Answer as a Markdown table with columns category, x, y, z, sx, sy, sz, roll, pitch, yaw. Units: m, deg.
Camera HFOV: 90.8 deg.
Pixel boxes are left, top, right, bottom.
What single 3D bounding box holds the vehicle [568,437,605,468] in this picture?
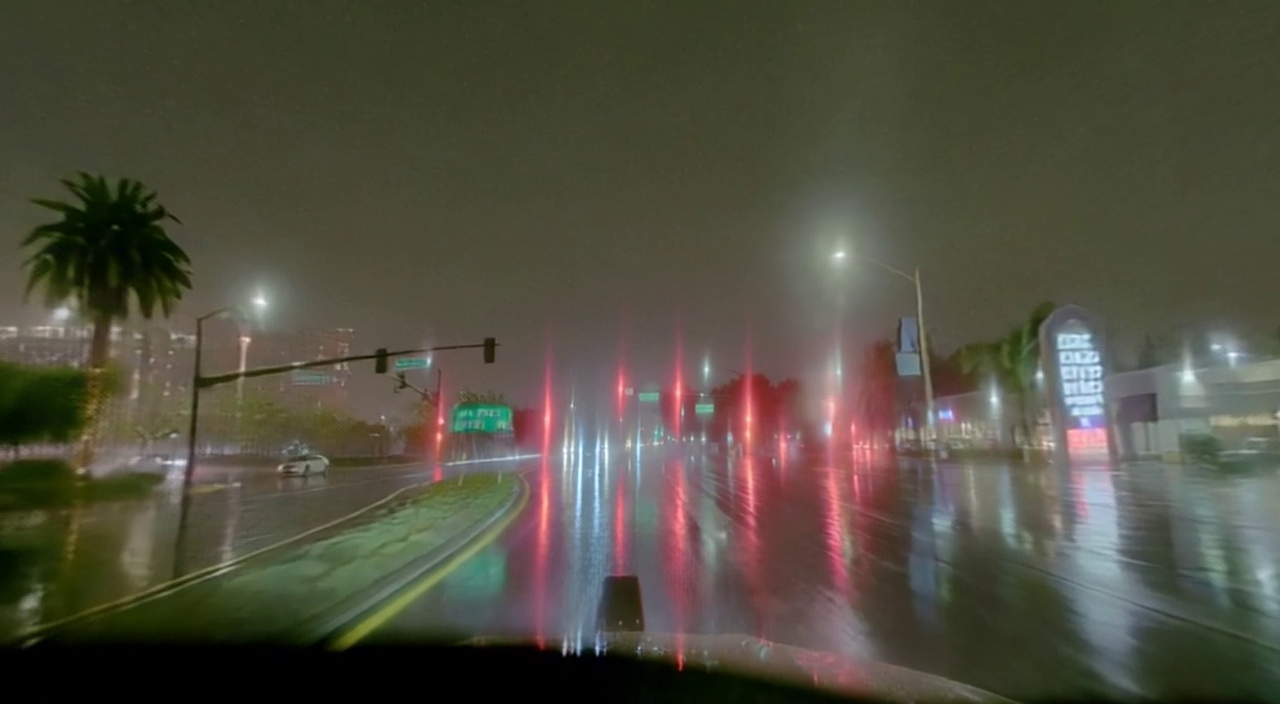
| category | x | y | z | sx | sy | sz | roll | pitch | yaw |
| --- | --- | --- | --- | --- | --- | --- | --- | --- | --- |
| vehicle | -3.019 | 5.740 | 36.213 | 1.990 | 1.639 | 3.885 | 0 | -8 | -4 |

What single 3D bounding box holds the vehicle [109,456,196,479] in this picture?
| category | x | y | z | sx | sy | sz | roll | pitch | yaw |
| --- | --- | --- | --- | --- | --- | --- | --- | --- | --- |
| vehicle | -34.451 | 8.164 | 44.716 | 4.567 | 1.460 | 1.917 | 0 | -8 | 0 |

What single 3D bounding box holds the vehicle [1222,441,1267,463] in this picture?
| category | x | y | z | sx | sy | sz | roll | pitch | yaw |
| --- | --- | --- | --- | --- | --- | --- | --- | --- | --- |
| vehicle | 41.343 | 6.842 | 43.277 | 1.821 | 1.442 | 3.914 | -7 | -11 | 39 |

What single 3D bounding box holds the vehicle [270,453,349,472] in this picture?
| category | x | y | z | sx | sy | sz | roll | pitch | yaw |
| --- | --- | --- | --- | --- | --- | --- | --- | --- | --- |
| vehicle | -25.016 | 8.370 | 47.945 | 4.854 | 1.406 | 2.060 | 0 | -8 | 1 |
